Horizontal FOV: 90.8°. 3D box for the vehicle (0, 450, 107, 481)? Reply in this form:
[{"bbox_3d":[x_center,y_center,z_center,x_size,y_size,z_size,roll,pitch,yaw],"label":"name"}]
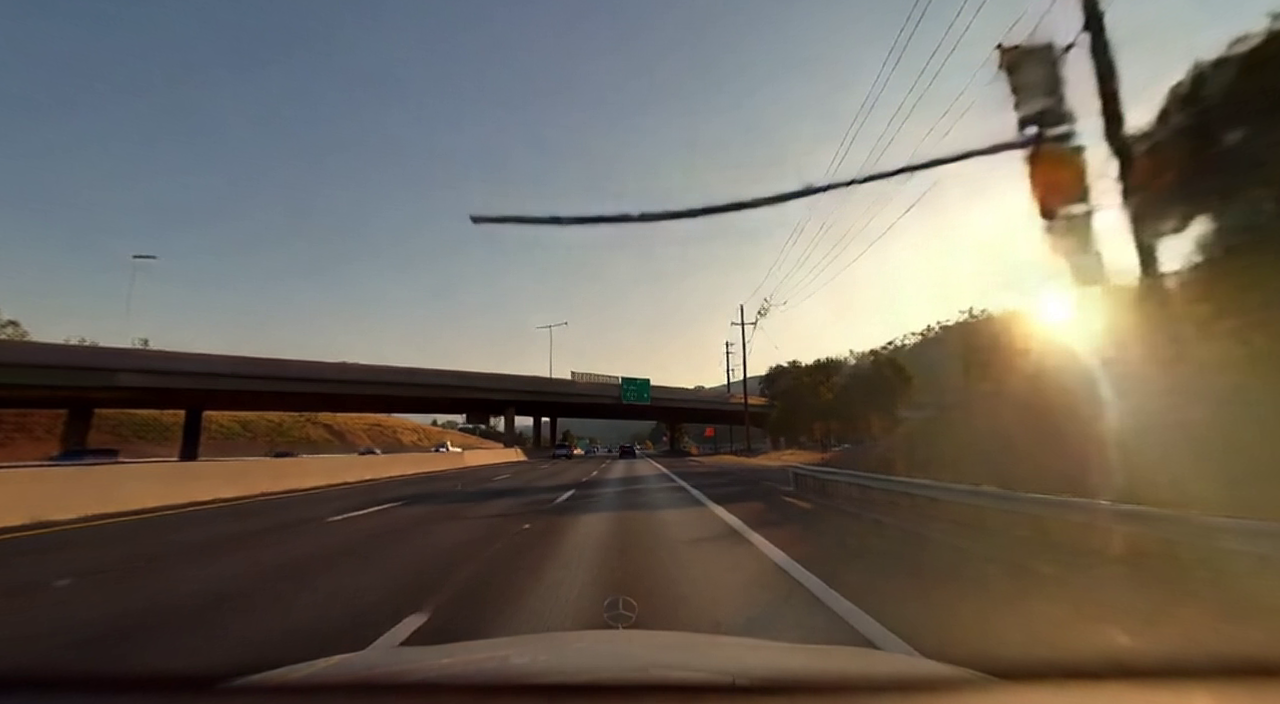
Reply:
[{"bbox_3d":[-36.688,7.054,39.734,2.000,1.783,4.966,0,-9,-1],"label":"vehicle"}]
